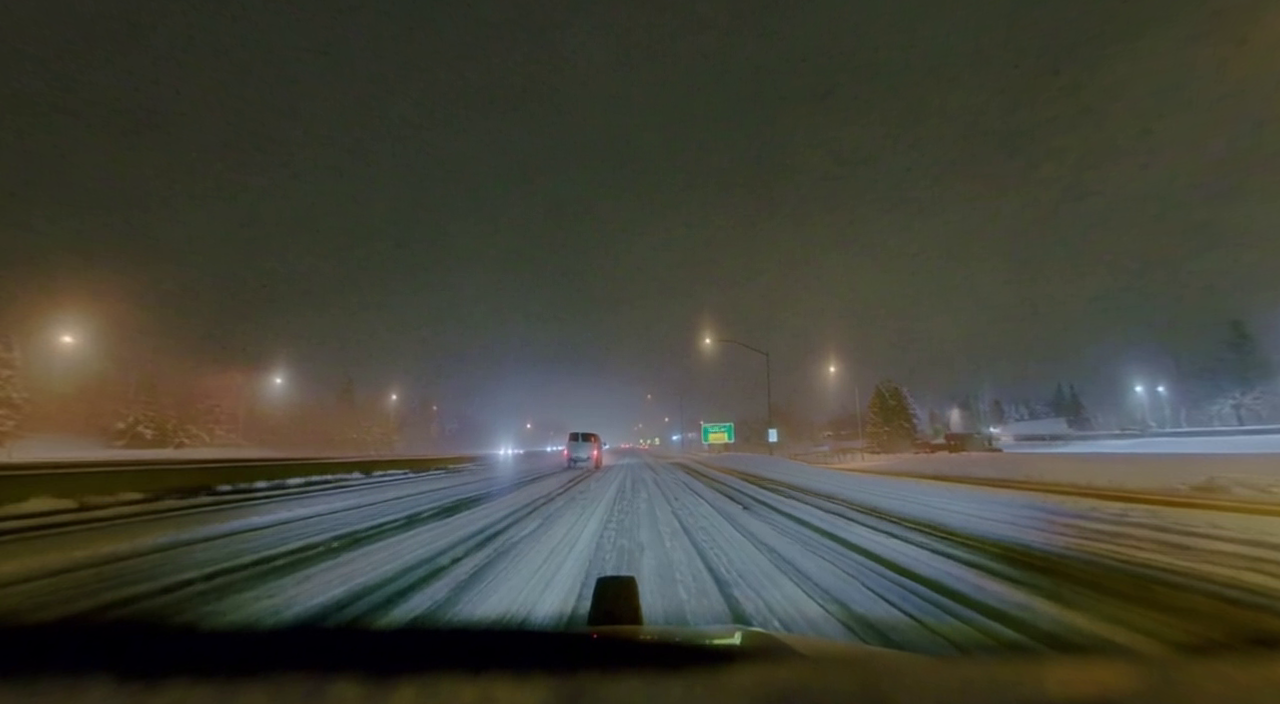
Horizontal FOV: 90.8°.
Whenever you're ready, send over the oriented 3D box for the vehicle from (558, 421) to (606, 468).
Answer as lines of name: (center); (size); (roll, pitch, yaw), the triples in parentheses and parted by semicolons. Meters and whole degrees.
vehicle: (-3.883, 6.392, 43.655); (2.881, 2.937, 7.045); (0, -9, -2)
